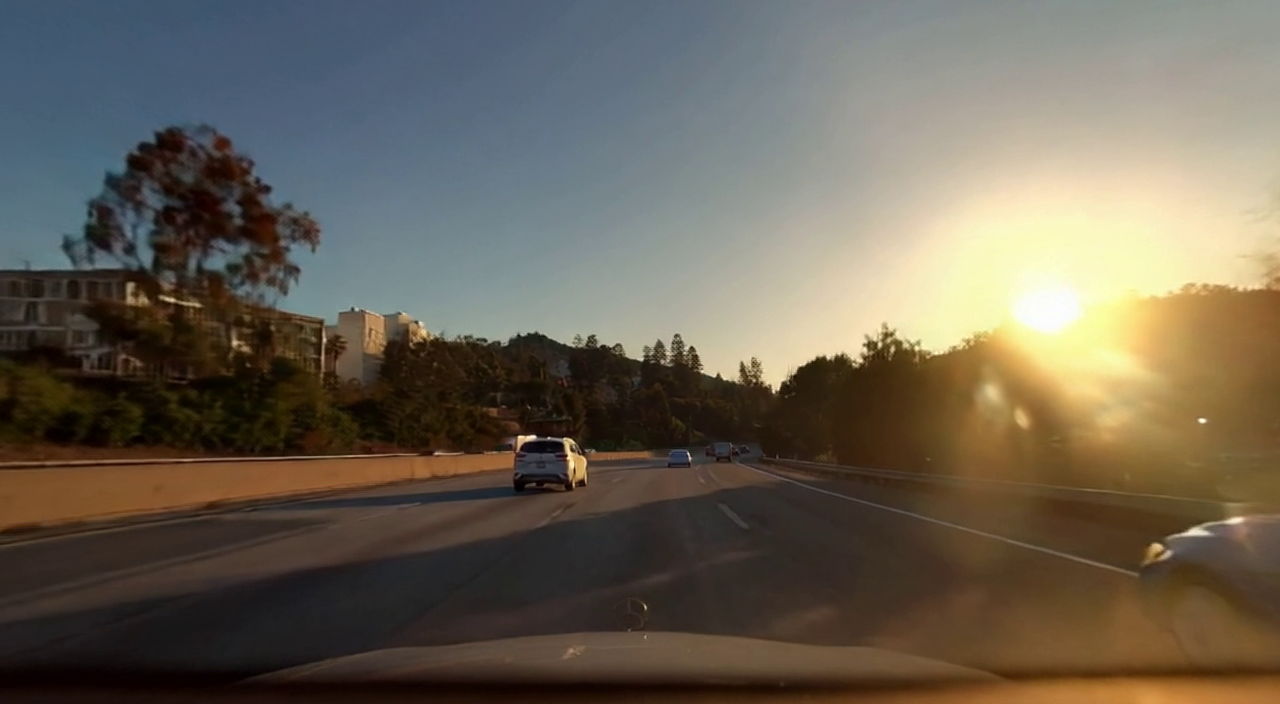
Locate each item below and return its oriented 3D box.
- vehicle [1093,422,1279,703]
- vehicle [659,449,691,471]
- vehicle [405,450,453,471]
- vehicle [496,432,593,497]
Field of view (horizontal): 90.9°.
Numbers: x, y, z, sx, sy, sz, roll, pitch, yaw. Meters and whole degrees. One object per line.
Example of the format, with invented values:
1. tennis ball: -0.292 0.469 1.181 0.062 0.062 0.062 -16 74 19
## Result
1. vehicle: 3.940 0.903 1.701 2.131 1.497 4.456 0 -9 0
2. vehicle: 2.459 7.447 43.705 2.158 1.458 3.656 -1 -9 5
3. vehicle: -15.056 7.754 45.213 1.843 1.446 3.893 -1 -9 5
4. vehicle: -2.903 3.567 20.429 2.185 1.823 4.854 0 -9 2
